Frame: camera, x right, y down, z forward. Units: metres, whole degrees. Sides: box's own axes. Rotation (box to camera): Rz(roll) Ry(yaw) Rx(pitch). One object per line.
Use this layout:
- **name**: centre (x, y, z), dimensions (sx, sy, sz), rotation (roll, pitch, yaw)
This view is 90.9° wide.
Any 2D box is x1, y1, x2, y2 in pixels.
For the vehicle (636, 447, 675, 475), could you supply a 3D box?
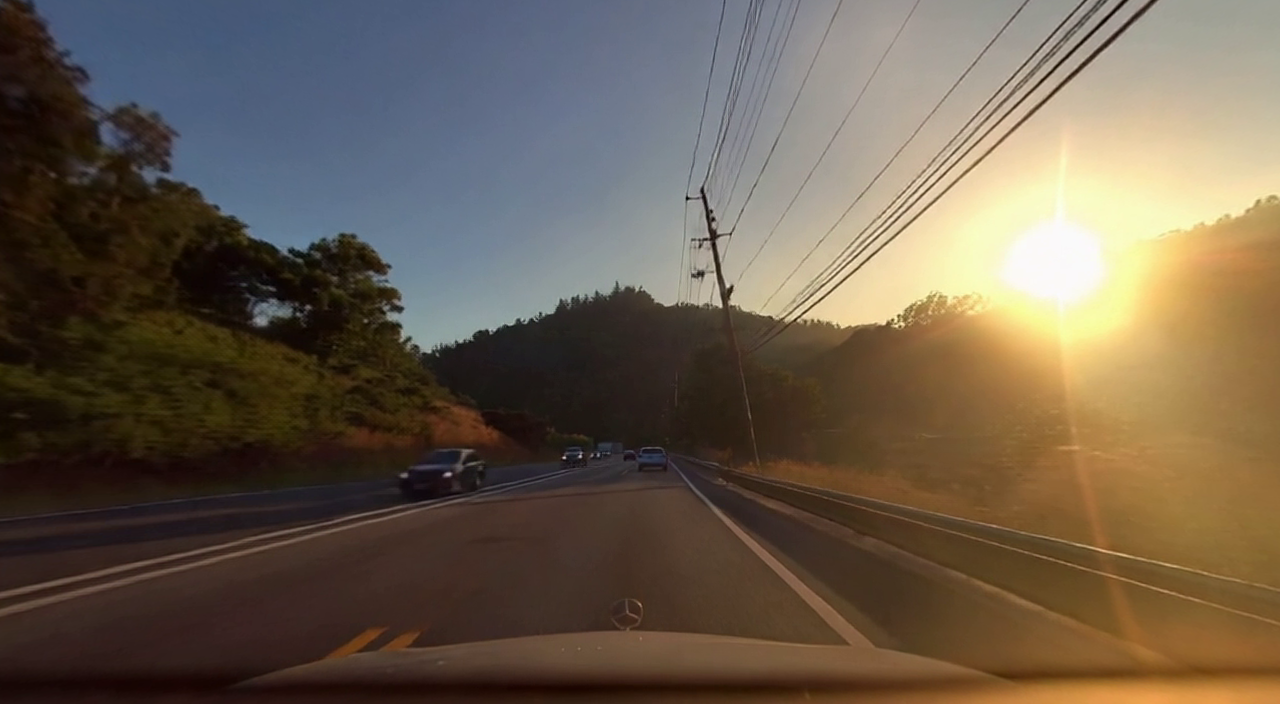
- **vehicle**: centre (0.866, 6.181, 35.790), dimensions (2.080, 1.486, 3.813), rotation (0, -9, 1)

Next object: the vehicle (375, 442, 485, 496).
- **vehicle**: centre (-6.519, 3.699, 20.174), dimensions (1.900, 1.515, 4.379), rotation (0, -9, 1)
